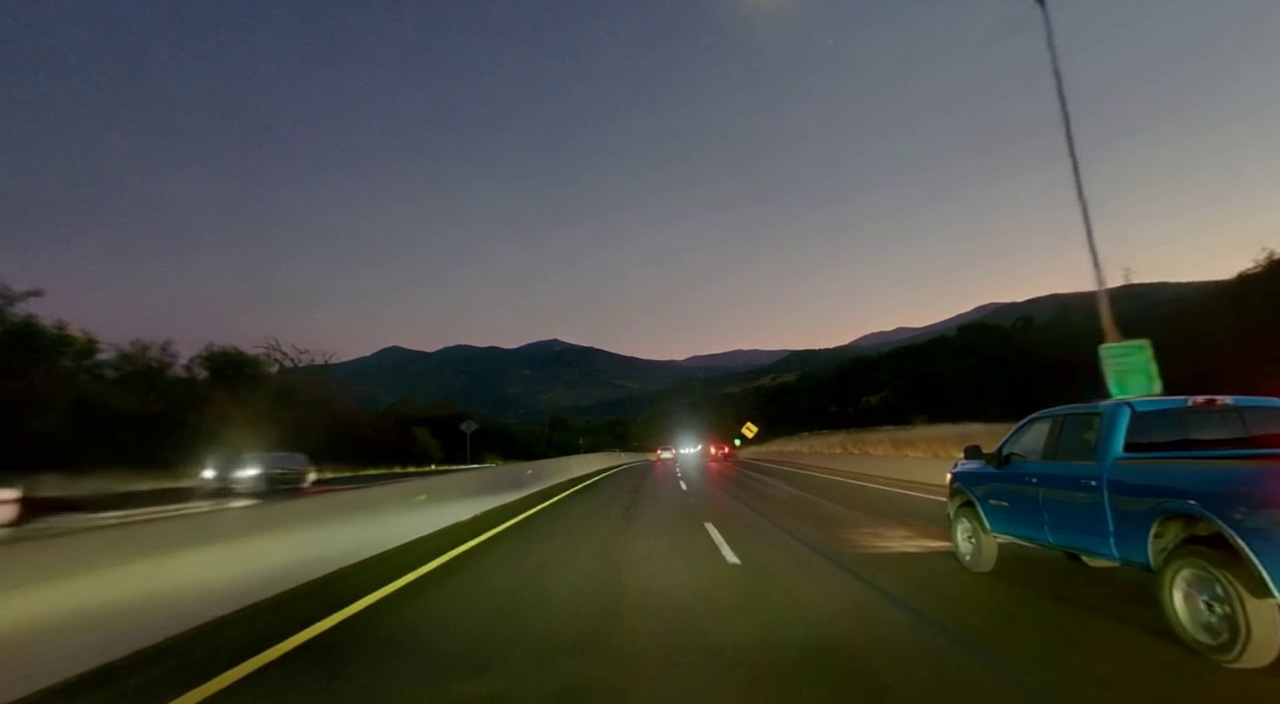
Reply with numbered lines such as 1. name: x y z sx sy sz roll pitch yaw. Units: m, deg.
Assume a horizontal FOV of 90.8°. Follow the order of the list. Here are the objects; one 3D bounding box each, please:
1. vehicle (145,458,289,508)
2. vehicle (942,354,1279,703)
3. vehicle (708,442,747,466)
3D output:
1. vehicle: -14.270 4.410 21.696 1.815 1.428 4.437 0 -9 1
2. vehicle: 3.920 0.988 3.463 2.151 1.744 4.709 0 -9 0
3. vehicle: 6.094 7.151 44.402 2.249 1.635 4.118 0 -9 2
